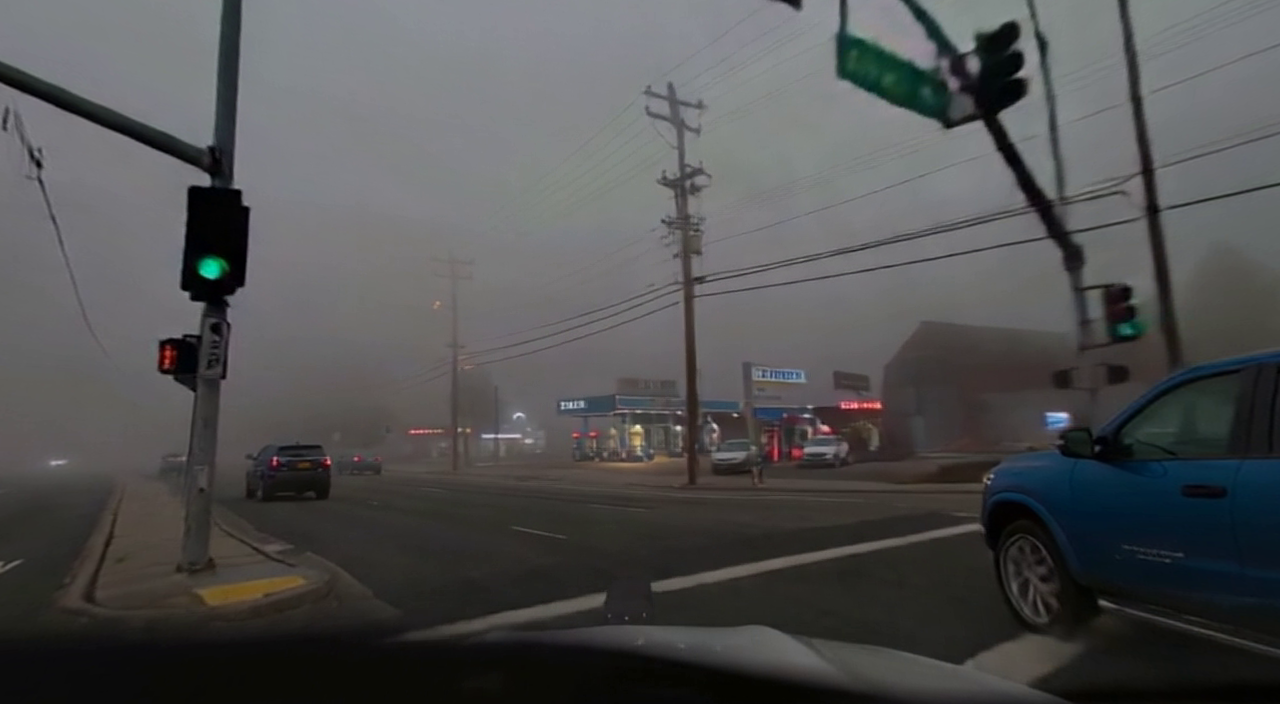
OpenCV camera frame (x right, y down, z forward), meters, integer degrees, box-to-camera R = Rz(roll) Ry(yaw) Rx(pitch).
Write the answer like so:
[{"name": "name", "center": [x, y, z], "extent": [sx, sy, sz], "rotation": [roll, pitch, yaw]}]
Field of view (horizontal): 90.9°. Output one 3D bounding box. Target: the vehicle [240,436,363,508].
[{"name": "vehicle", "center": [-10.233, 3.479, 18.853], "extent": [2.141, 1.842, 4.889], "rotation": [7, -11, -39]}]

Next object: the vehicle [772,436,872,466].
[{"name": "vehicle", "center": [9.083, 4.942, 31.637], "extent": [4.495, 1.399, 1.715], "rotation": [1, -9, -12]}]

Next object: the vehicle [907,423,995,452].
[{"name": "vehicle", "center": [20.048, 5.583, 40.831], "extent": [1.883, 1.726, 4.669], "rotation": [7, -11, -39]}]

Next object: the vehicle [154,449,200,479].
[{"name": "vehicle", "center": [-29.709, 7.111, 40.354], "extent": [1.921, 1.725, 4.498], "rotation": [7, -11, -40]}]

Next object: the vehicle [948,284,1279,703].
[{"name": "vehicle", "center": [3.514, 0.586, 1.947], "extent": [2.036, 1.818, 5.192], "rotation": [1, -8, -6]}]

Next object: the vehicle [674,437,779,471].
[{"name": "vehicle", "center": [4.123, 4.800, 29.825], "extent": [4.661, 1.480, 1.913], "rotation": [4, -9, -28]}]
